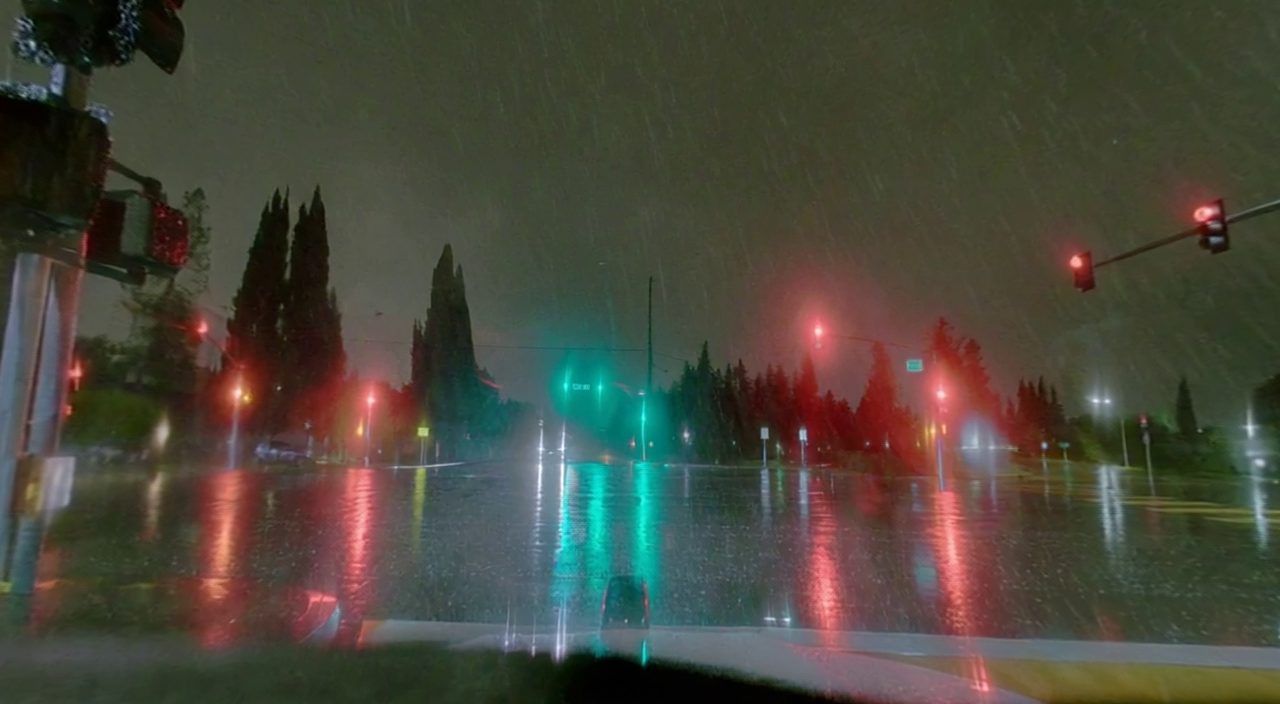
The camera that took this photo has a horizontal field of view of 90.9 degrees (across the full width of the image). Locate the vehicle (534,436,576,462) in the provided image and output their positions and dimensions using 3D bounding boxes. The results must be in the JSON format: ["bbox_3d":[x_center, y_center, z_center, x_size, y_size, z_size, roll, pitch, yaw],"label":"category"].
[{"bbox_3d":[-6.040,7.018,45.706,2.234,1.796,5.416,0,-8,1],"label":"vehicle"}]
